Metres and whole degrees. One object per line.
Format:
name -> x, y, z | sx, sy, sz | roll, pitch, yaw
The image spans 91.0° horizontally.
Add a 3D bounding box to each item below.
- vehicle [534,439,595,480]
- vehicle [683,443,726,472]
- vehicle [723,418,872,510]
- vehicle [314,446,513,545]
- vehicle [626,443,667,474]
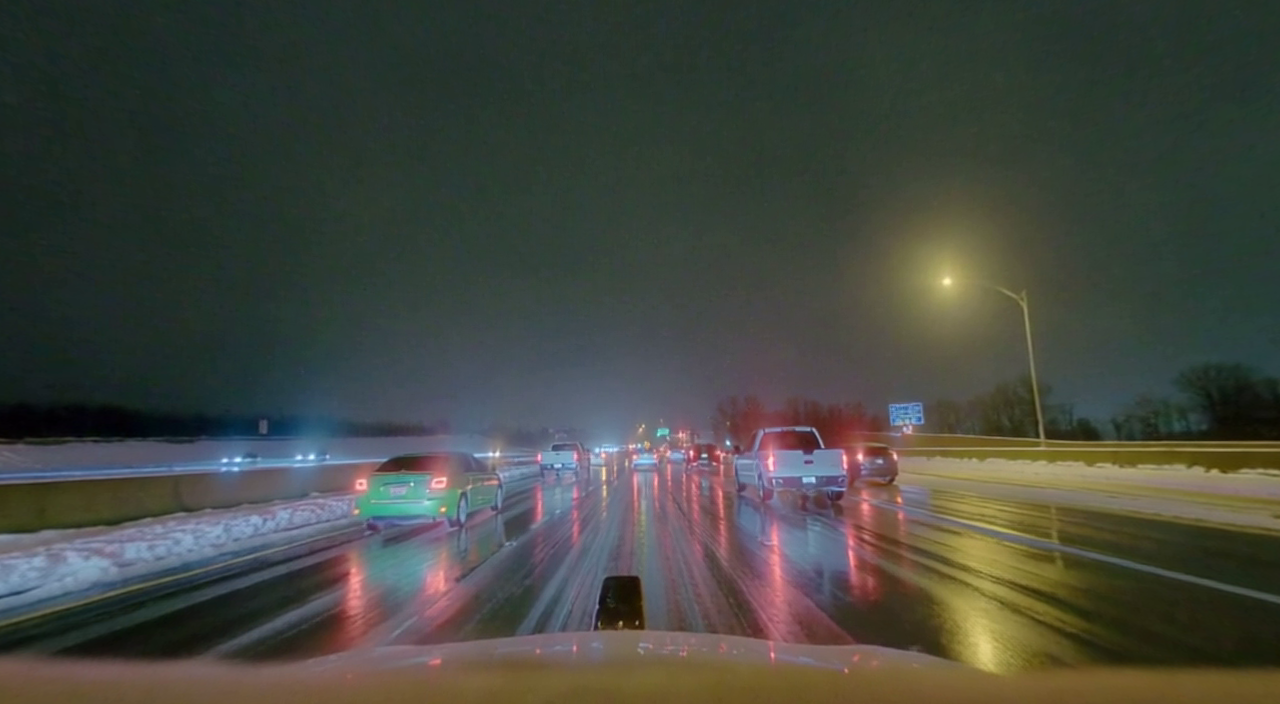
vehicle -> -3.497, 5.088, 30.148 | 2.176, 1.783, 4.799 | 0, -9, 2
vehicle -> 3.950, 6.535, 39.174 | 2.145, 1.636, 4.437 | 0, -9, -1
vehicle -> 3.703, 2.787, 16.126 | 2.340, 1.925, 5.529 | 0, -9, -1
vehicle -> -3.760, 2.429, 11.403 | 1.947, 1.424, 4.264 | 0, -9, 1
vehicle -> 0.359, 5.878, 34.920 | 2.147, 1.572, 4.094 | 0, -9, 0
